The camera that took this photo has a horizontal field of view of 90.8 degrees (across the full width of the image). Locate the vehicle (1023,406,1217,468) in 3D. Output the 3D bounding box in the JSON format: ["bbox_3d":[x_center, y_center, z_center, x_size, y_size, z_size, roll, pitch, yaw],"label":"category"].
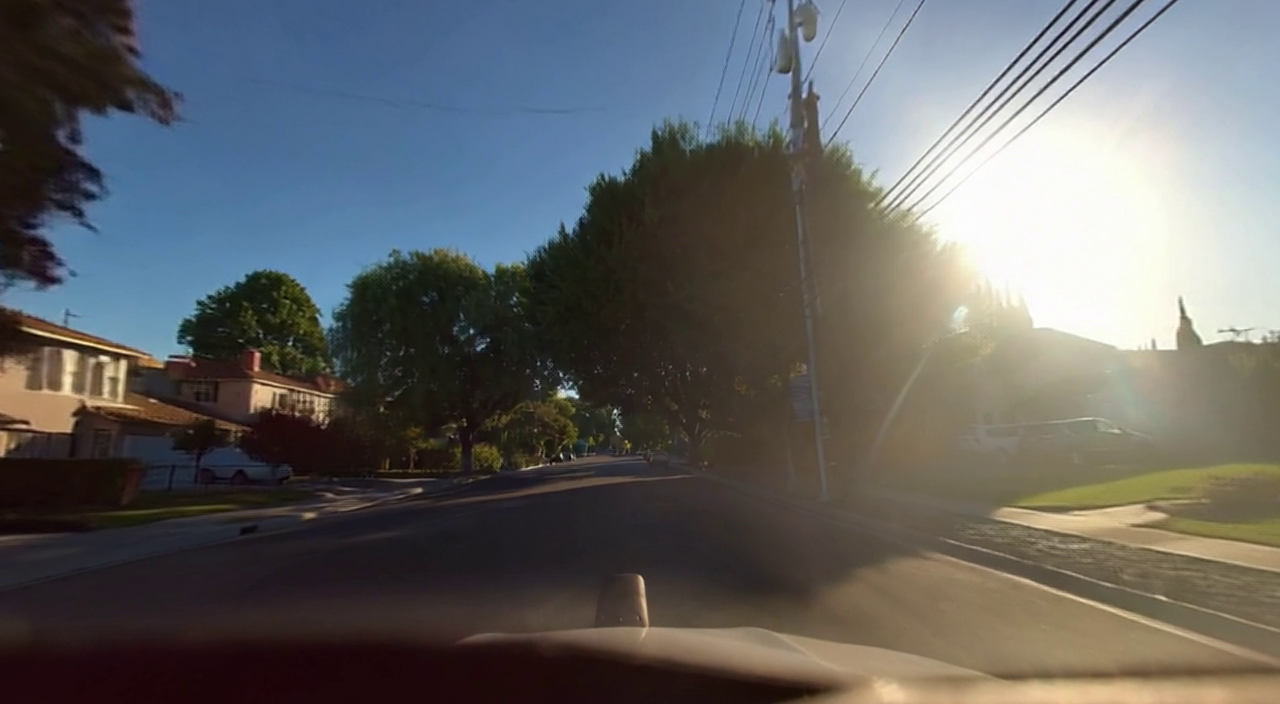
[{"bbox_3d":[15.193,2.736,20.182,4.562,1.832,1.987,1,-9,-3],"label":"vehicle"}]

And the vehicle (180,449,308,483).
[{"bbox_3d":[-17.919,5.138,28.727,4.519,1.426,1.903,9,-12,-43],"label":"vehicle"}]
